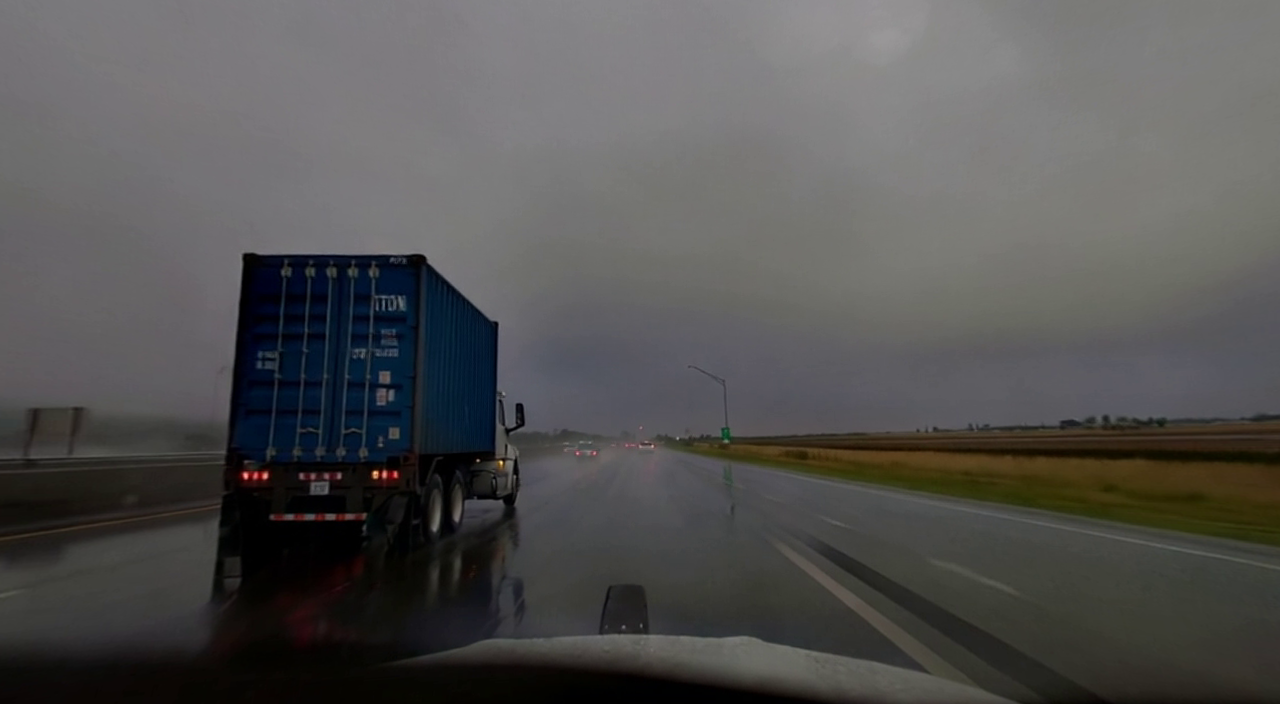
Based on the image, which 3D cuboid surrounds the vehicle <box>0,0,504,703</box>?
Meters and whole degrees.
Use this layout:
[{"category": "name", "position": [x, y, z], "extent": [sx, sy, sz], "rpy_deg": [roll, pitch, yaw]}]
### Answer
[{"category": "vehicle", "position": [-3.969, -0.034, 4.111], "extent": [2.840, 4.032, 13.388], "rpy_deg": [0, -8, 2]}]

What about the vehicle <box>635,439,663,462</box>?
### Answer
[{"category": "vehicle", "position": [0.677, 7.761, 49.785], "extent": [2.136, 1.718, 4.157], "rpy_deg": [0, -8, 0]}]

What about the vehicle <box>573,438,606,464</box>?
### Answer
[{"category": "vehicle", "position": [-3.556, 7.082, 45.339], "extent": [1.995, 1.745, 4.187], "rpy_deg": [0, -8, 1]}]
